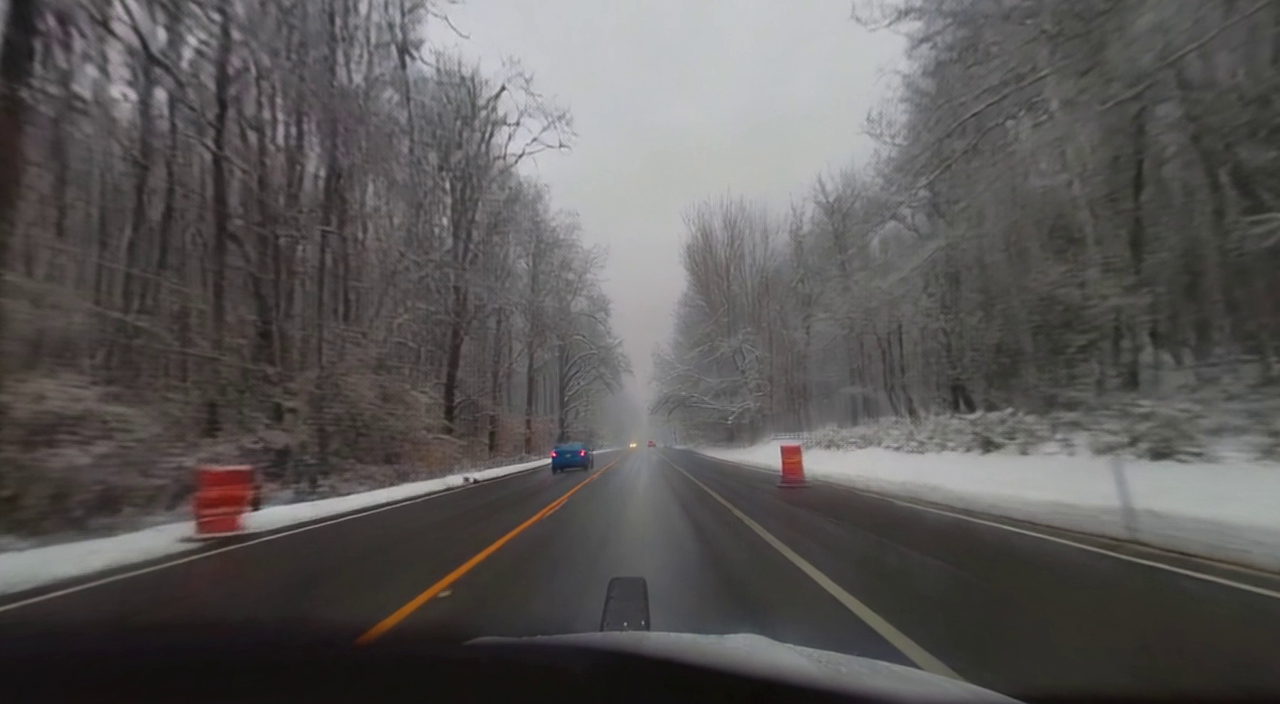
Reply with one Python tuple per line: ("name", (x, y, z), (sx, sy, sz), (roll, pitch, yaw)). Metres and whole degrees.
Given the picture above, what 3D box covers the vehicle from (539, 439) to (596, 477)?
("vehicle", (-2.999, 4.497, 26.993), (1.902, 1.505, 4.016), (0, -8, 1))
